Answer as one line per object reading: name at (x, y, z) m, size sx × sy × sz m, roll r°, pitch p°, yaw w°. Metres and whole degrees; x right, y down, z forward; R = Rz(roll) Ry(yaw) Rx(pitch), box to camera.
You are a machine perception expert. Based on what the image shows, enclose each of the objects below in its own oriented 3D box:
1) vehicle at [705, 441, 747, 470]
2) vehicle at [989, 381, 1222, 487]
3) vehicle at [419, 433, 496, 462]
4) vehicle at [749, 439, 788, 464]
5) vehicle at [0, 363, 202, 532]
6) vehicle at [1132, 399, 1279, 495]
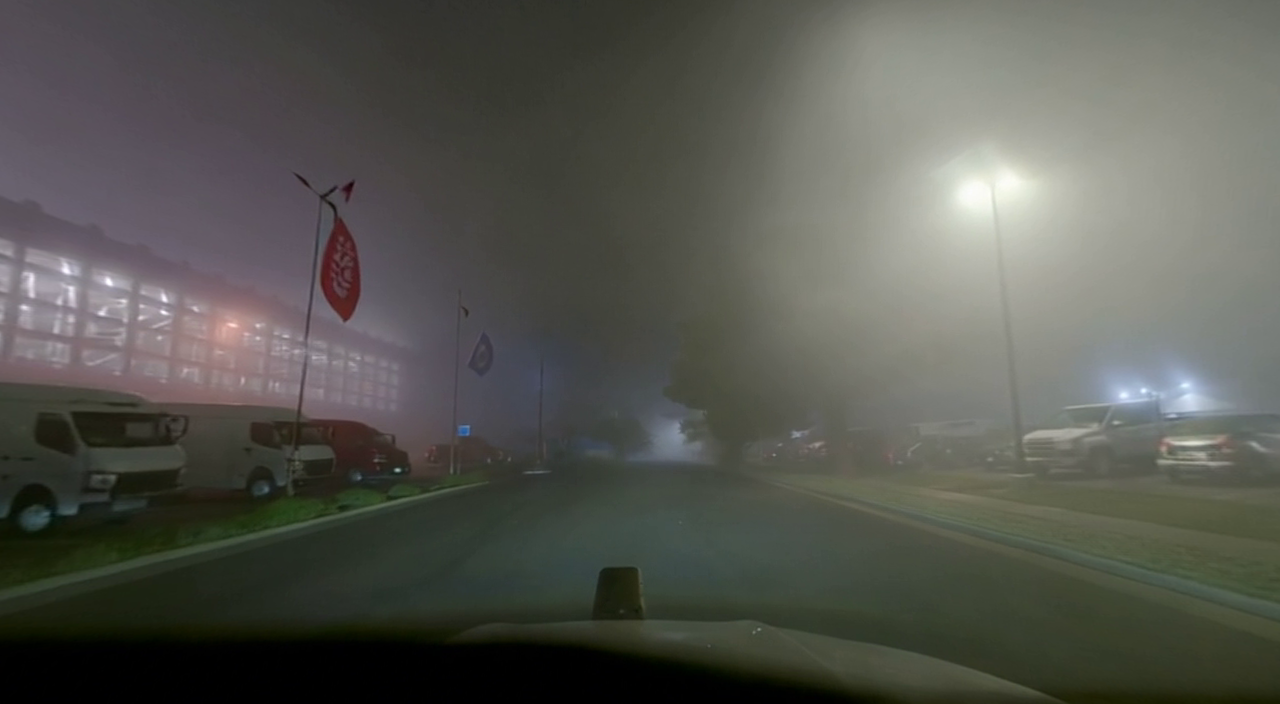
vehicle at (5.285, 6.440, 39.549) m, size 2.026 × 1.659 × 4.314 m, roll 0°, pitch -8°, yaw 0°
vehicle at (11.677, 2.063, 15.740) m, size 6.017 × 2.202 × 2.328 m, roll 5°, pitch -10°, yaw -31°
vehicle at (-13.173, 6.874, 45.564) m, size 5.672 × 1.963 × 2.189 m, roll -6°, pitch -10°, yaw 35°
vehicle at (9.604, 7.382, 46.927) m, size 2.021 × 1.753 × 4.342 m, roll -4°, pitch -9°, yaw 21°
vehicle at (-11.091, 1.650, 11.054) m, size 5.105 × 2.621 × 2.225 m, roll -1°, pitch -8°, yaw 1°
vehicle at (11.902, 1.846, 12.396) m, size 4.027 × 1.598 × 1.943 m, roll 4°, pitch -9°, yaw -28°
